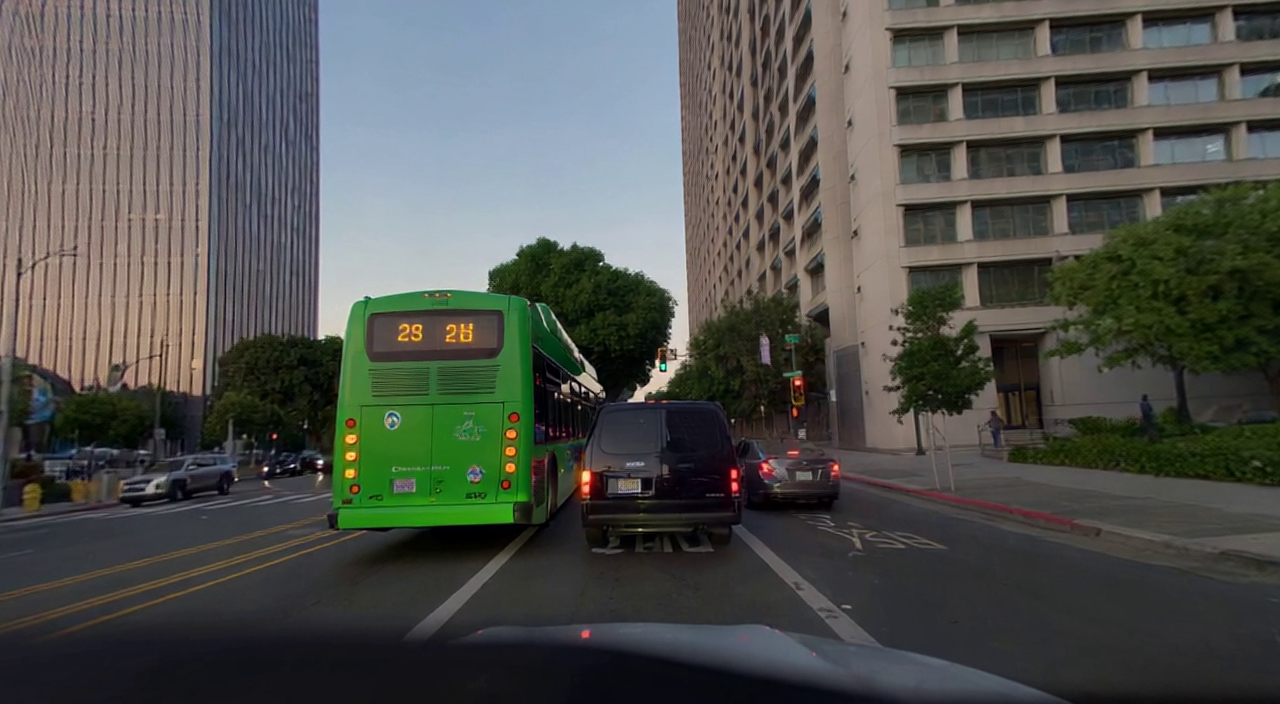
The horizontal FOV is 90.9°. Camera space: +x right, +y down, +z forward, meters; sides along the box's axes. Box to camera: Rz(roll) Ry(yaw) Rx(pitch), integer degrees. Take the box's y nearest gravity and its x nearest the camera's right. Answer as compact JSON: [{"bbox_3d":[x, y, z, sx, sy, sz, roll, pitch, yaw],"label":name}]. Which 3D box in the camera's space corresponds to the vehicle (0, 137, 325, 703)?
[{"bbox_3d":[-2.760,0.320,0.221,2.329,2.089,5.659,0,-9,0],"label":"vehicle"}]

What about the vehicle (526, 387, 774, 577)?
[{"bbox_3d":[0.128,1.644,8.602,2.500,1.912,4.270,0,-9,1],"label":"vehicle"}]

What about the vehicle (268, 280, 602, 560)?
[{"bbox_3d":[-2.900,1.808,14.571,3.042,3.445,13.615,0,-9,1],"label":"vehicle"}]
